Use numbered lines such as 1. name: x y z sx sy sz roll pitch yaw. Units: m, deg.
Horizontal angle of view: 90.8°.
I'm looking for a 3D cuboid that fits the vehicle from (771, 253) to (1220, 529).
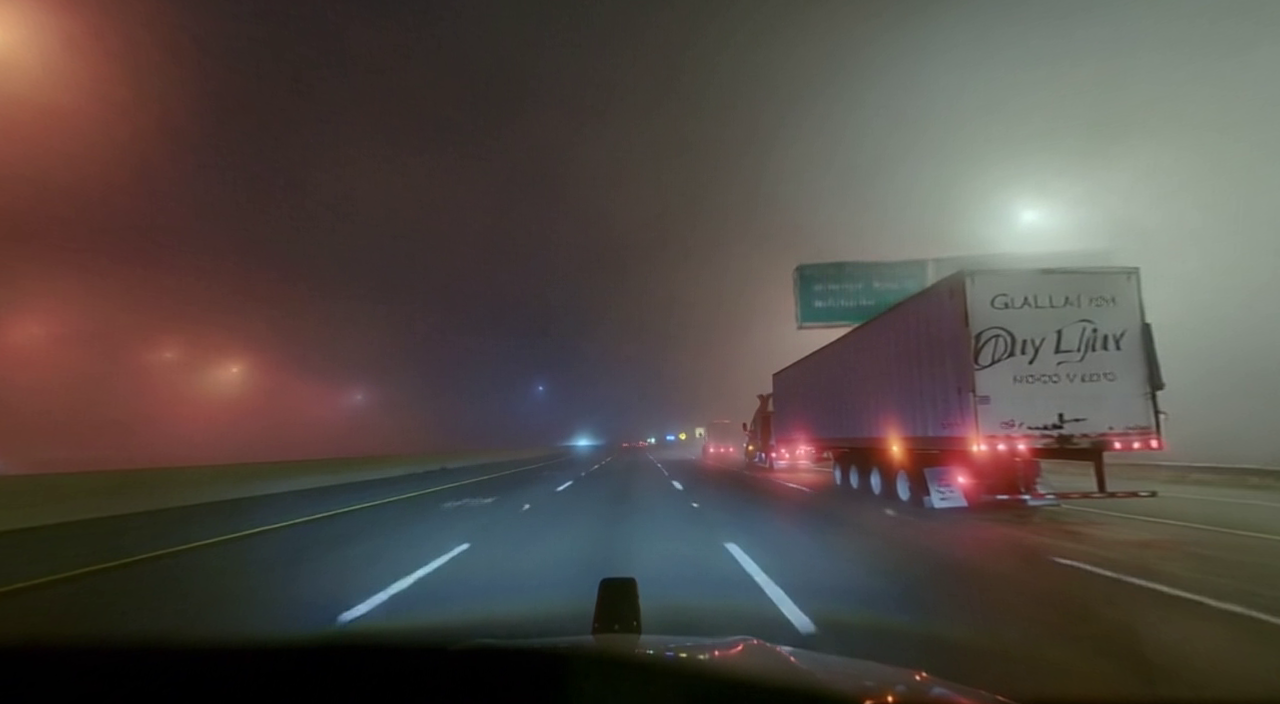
1. vehicle: 6.662 1.675 17.098 2.962 3.947 16.241 0 -8 1
